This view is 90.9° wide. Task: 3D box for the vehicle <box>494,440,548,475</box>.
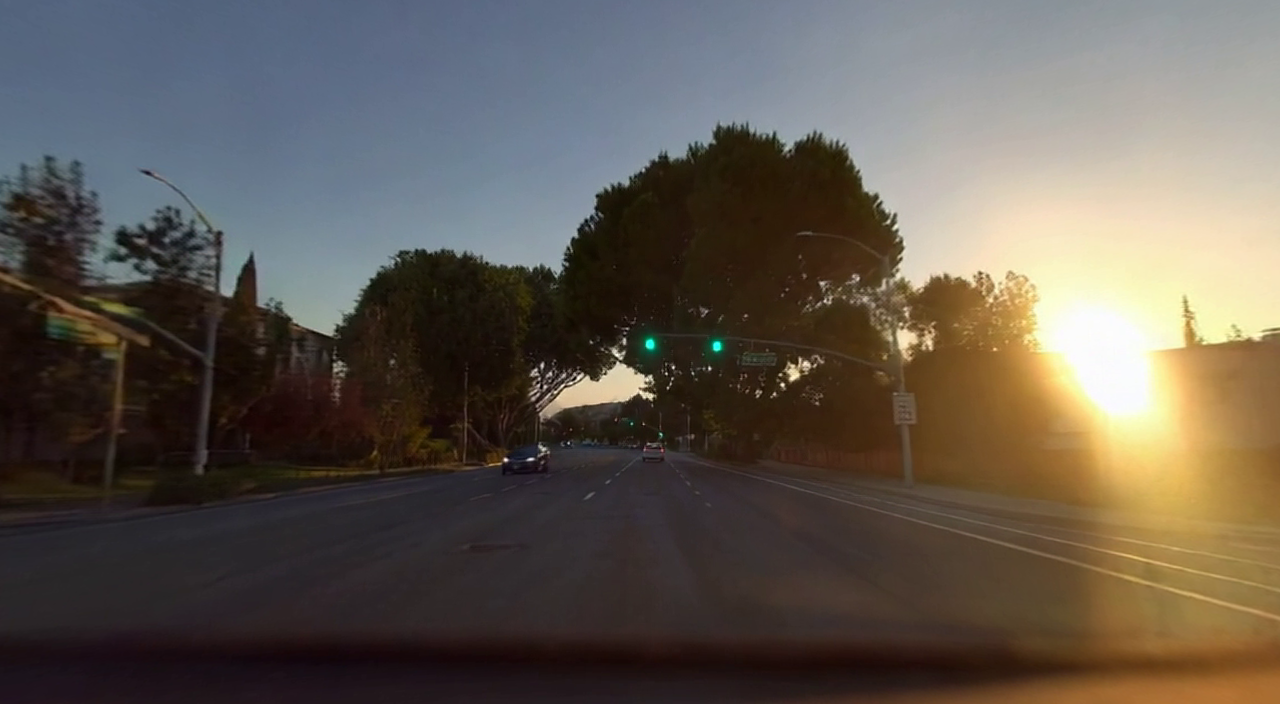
[{"bbox_3d":[-6.423,5.718,34.421,2.008,1.718,4.356,0,-8,1],"label":"vehicle"}]
